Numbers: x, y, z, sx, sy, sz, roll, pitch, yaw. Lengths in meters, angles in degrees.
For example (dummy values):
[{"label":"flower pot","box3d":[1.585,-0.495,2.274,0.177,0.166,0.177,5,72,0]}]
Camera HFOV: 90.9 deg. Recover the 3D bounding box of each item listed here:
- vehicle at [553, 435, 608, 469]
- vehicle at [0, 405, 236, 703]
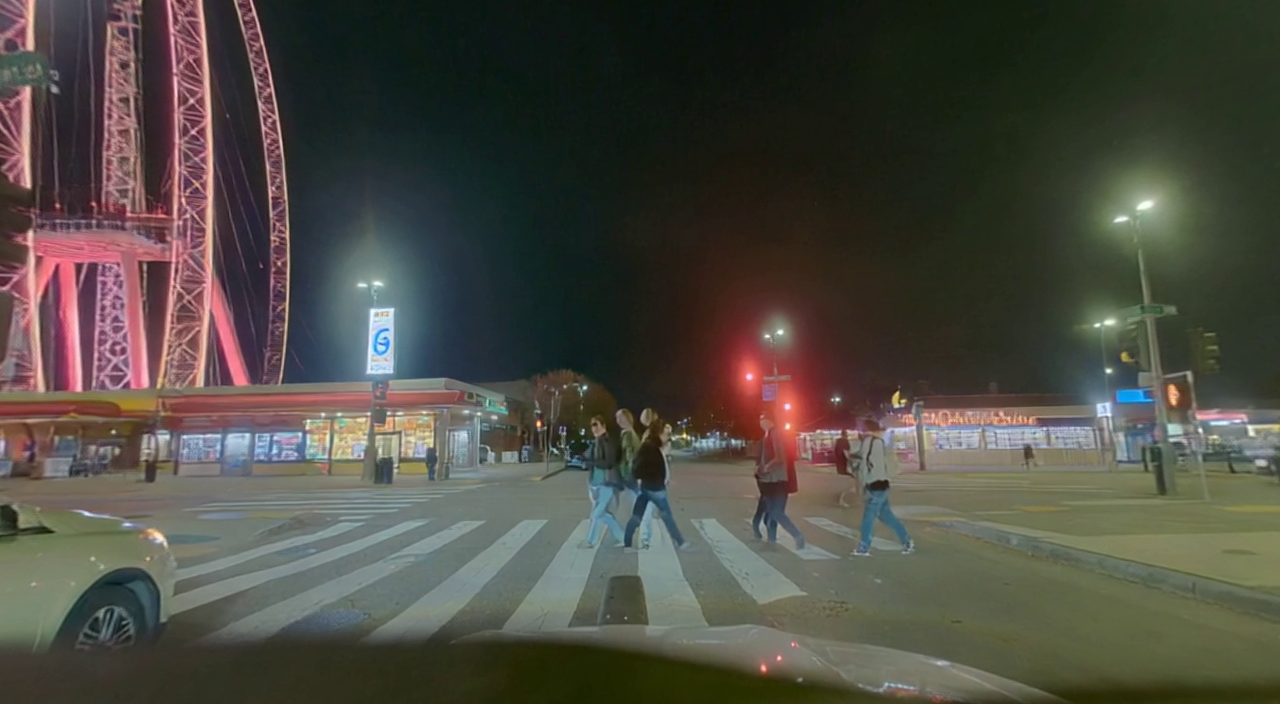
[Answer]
[{"label":"vehicle","box3d":[-3.911,6.360,40.253,2.549,2.000,5.699,2,-9,-15]},{"label":"vehicle","box3d":[-3.371,0.791,1.188,1.940,1.505,4.676,-1,-9,3]}]
